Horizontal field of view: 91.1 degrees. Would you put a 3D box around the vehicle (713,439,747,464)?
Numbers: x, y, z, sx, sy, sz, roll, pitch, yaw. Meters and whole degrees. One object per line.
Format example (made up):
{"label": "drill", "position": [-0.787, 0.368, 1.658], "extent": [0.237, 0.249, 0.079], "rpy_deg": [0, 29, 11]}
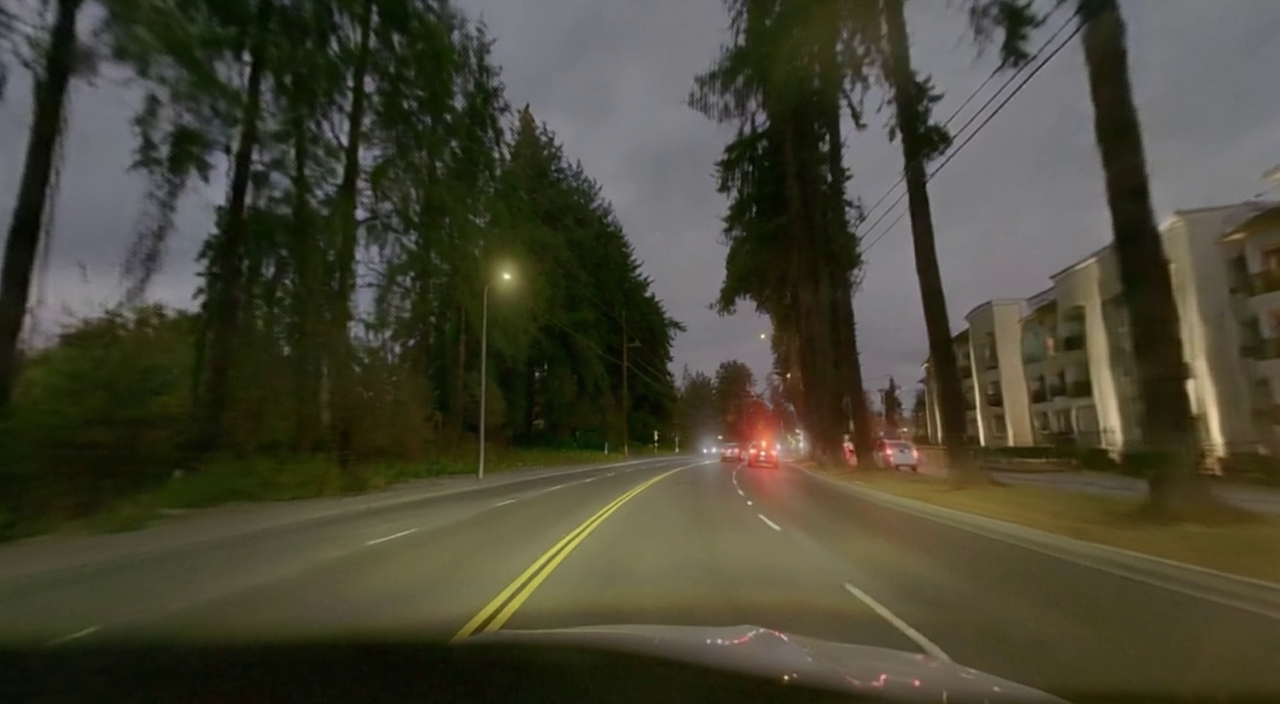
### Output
{"label": "vehicle", "position": [7.068, 7.746, 48.934], "extent": [2.158, 1.852, 4.485], "rpy_deg": [-2, -9, 13]}

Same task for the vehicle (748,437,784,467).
{"label": "vehicle", "position": [7.967, 6.318, 39.759], "extent": [2.069, 1.791, 4.422], "rpy_deg": [-2, -9, 10]}
